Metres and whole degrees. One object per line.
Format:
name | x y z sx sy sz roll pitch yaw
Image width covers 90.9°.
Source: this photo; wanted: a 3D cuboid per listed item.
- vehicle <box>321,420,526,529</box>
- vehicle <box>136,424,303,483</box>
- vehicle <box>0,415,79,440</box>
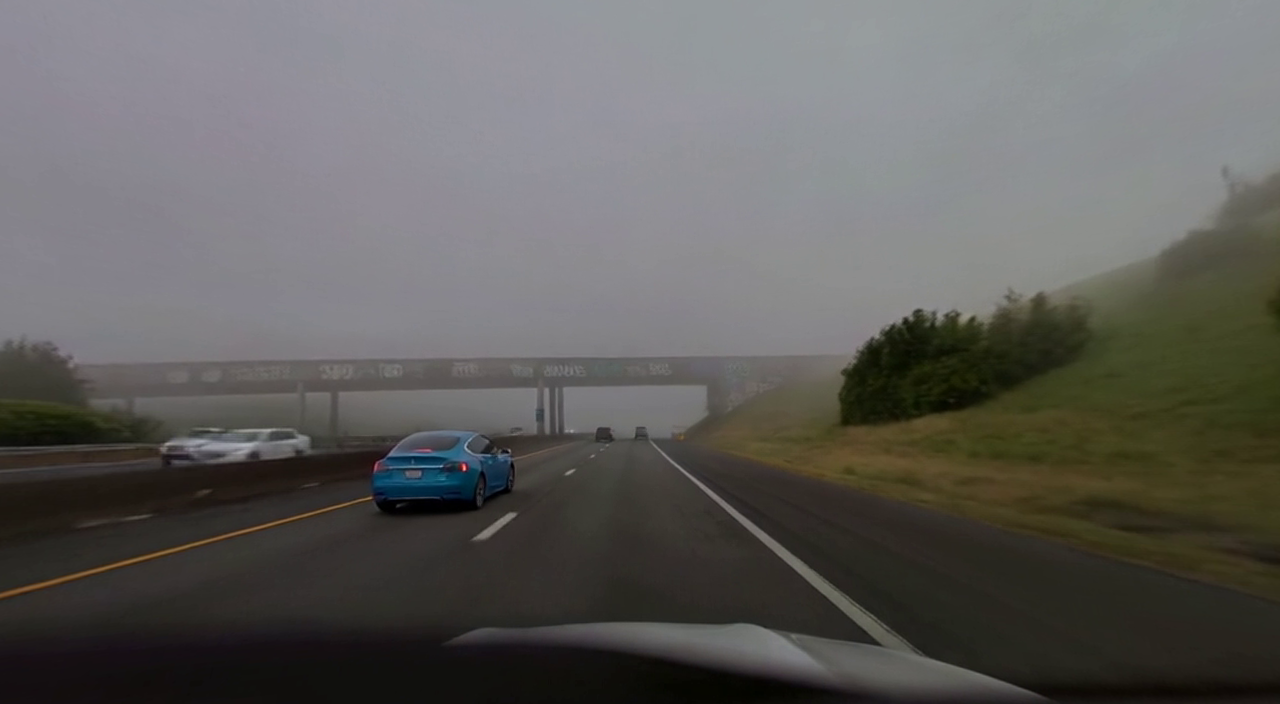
vehicle | -3.550 2.081 11.436 2.108 1.555 4.574 0 -8 0
vehicle | -12.636 3.058 19.401 1.979 1.566 4.599 0 -8 0
vehicle | -38.541 4.764 39.442 4.767 1.486 1.933 5 -9 -33
